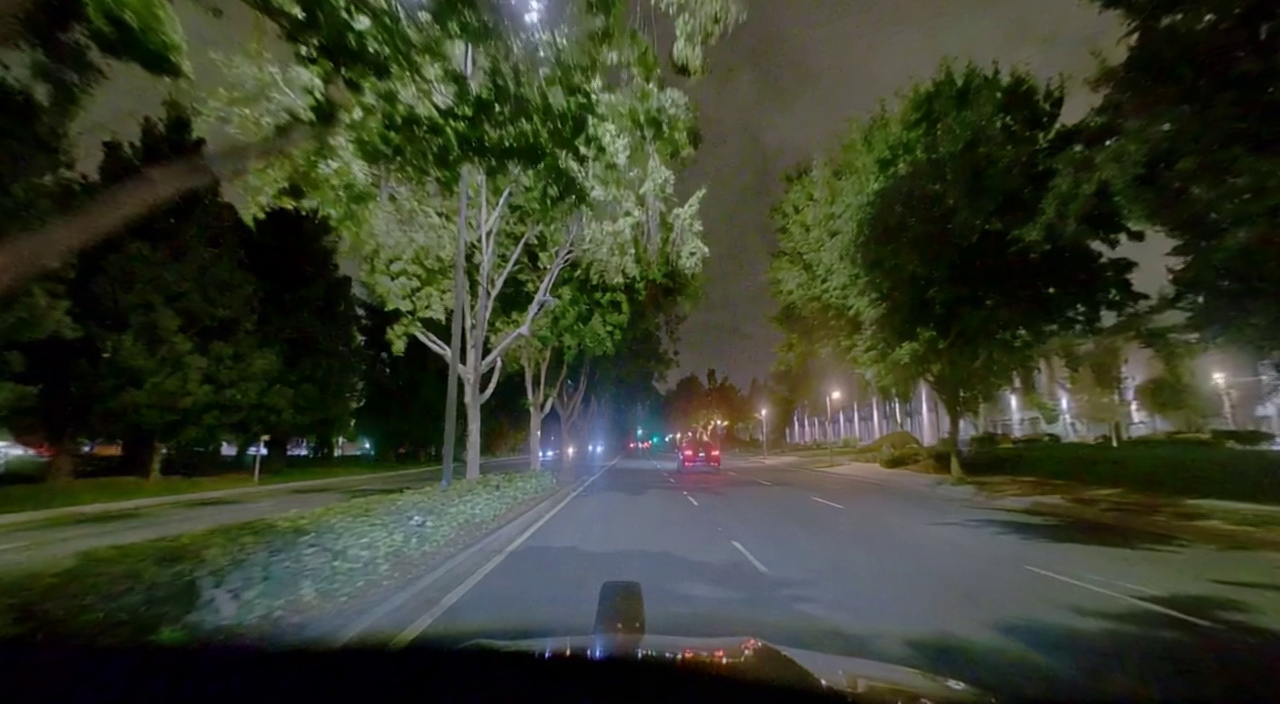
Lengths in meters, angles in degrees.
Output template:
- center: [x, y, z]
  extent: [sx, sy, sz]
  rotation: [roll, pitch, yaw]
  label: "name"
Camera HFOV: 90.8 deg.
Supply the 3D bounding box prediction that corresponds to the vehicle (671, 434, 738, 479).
- center: [2.636, 4.408, 26.949]
  extent: [2.240, 1.740, 4.605]
  rotation: [0, -8, -2]
  label: "vehicle"
